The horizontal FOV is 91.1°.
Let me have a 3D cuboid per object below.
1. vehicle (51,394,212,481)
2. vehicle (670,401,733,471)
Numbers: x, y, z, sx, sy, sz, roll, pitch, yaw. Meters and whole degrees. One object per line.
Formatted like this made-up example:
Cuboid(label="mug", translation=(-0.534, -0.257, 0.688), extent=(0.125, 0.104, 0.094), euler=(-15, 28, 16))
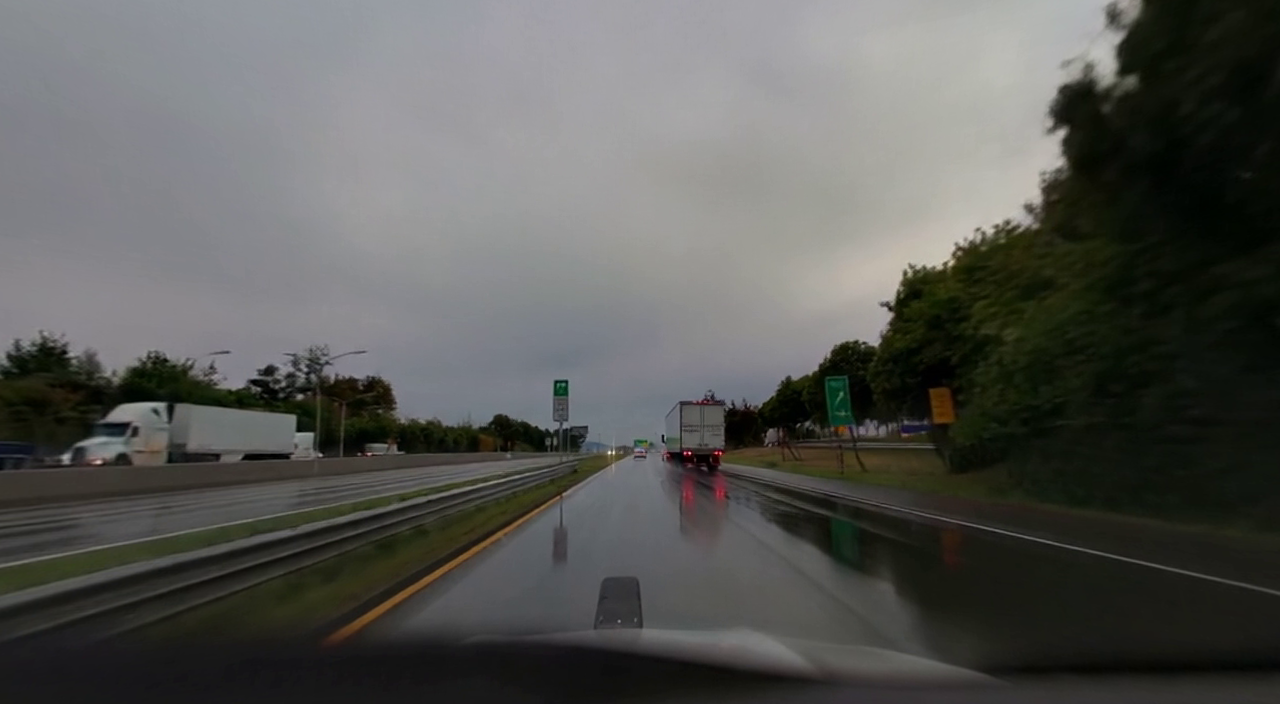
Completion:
Cuboid(label="vehicle", translation=(-26.205, 4.522, 32.907), extent=(3.038, 4.079, 6.098), euler=(0, -9, 1))
Cuboid(label="vehicle", translation=(3.959, 5.990, 43.870), extent=(3.185, 4.154, 12.638), euler=(0, -9, 0))
